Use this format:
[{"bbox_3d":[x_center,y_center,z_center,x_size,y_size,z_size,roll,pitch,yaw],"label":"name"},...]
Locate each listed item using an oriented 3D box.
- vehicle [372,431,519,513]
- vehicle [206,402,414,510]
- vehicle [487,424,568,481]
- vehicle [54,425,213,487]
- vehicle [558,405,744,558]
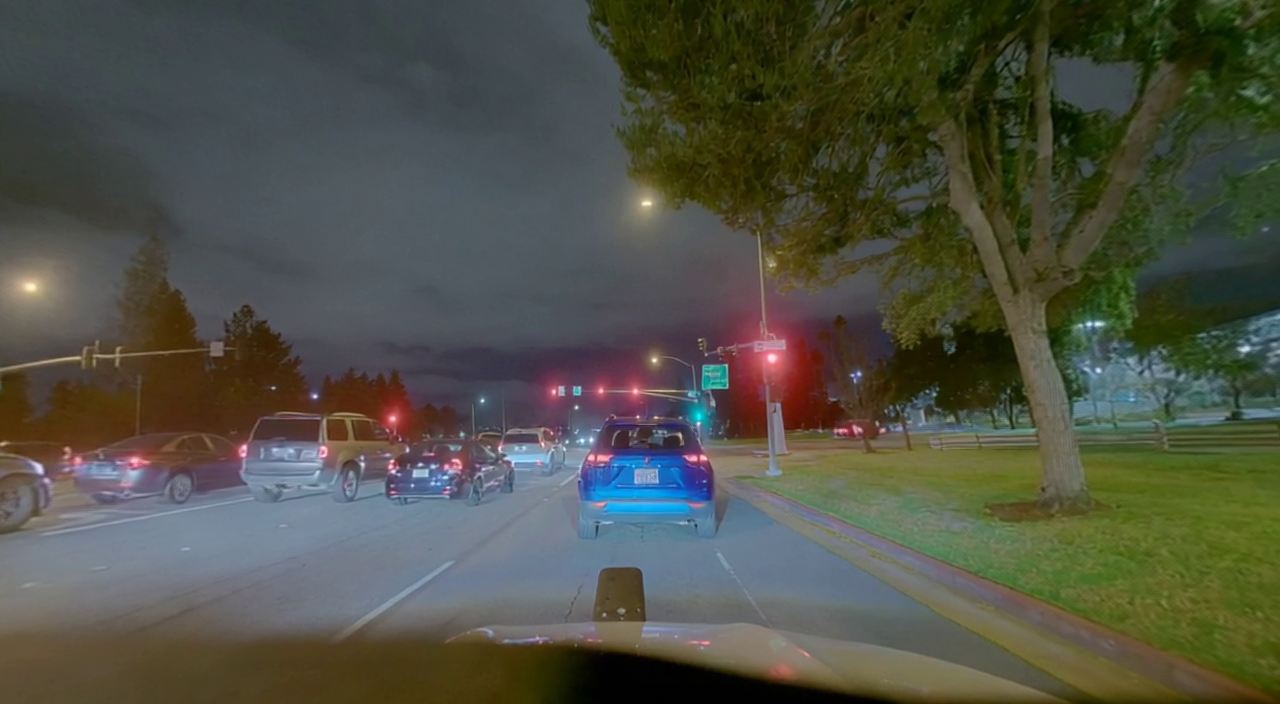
[{"bbox_3d":[-4.080,2.587,14.083,1.942,1.523,4.212,0,-9,0],"label":"vehicle"},{"bbox_3d":[-7.387,2.429,15.013,2.195,2.093,5.185,0,-9,-1],"label":"vehicle"},{"bbox_3d":[-3.918,3.611,22.780,2.043,1.813,4.549,0,-9,0],"label":"vehicle"},{"bbox_3d":[-17.674,3.655,22.395,2.136,1.976,4.342,0,-9,-3],"label":"vehicle"},{"bbox_3d":[0.101,1.760,9.206,2.055,1.681,4.270,0,-9,-1],"label":"vehicle"}]
